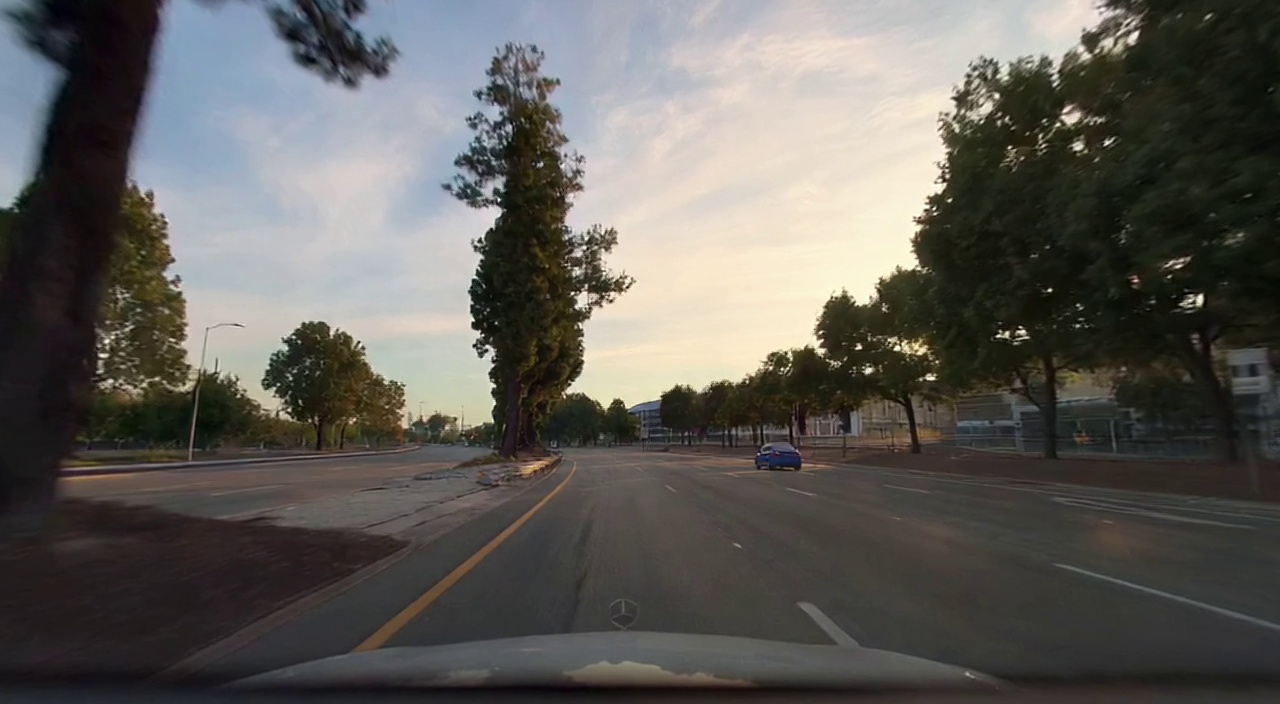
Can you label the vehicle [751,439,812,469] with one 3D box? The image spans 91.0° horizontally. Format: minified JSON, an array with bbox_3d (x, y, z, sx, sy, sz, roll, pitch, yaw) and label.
[{"bbox_3d":[7.580,5.513,34.118,1.908,1.483,4.474,1,-9,-5],"label":"vehicle"}]
